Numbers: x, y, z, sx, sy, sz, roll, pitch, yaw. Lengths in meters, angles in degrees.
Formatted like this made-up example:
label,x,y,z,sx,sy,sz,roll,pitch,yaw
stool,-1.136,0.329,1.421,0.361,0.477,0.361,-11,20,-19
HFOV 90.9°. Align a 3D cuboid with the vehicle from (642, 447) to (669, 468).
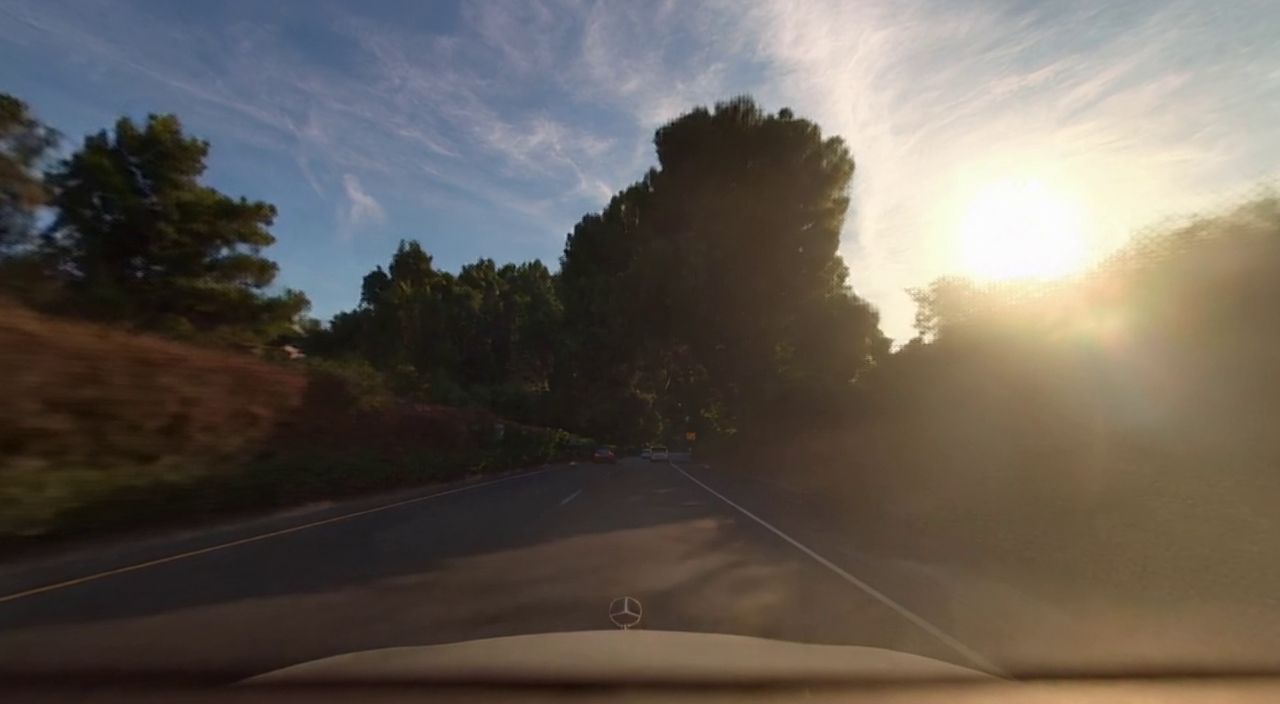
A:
label,x,y,z,sx,sy,sz,roll,pitch,yaw
vehicle,1.165,7.866,47.248,1.934,1.488,3.832,0,-9,0
